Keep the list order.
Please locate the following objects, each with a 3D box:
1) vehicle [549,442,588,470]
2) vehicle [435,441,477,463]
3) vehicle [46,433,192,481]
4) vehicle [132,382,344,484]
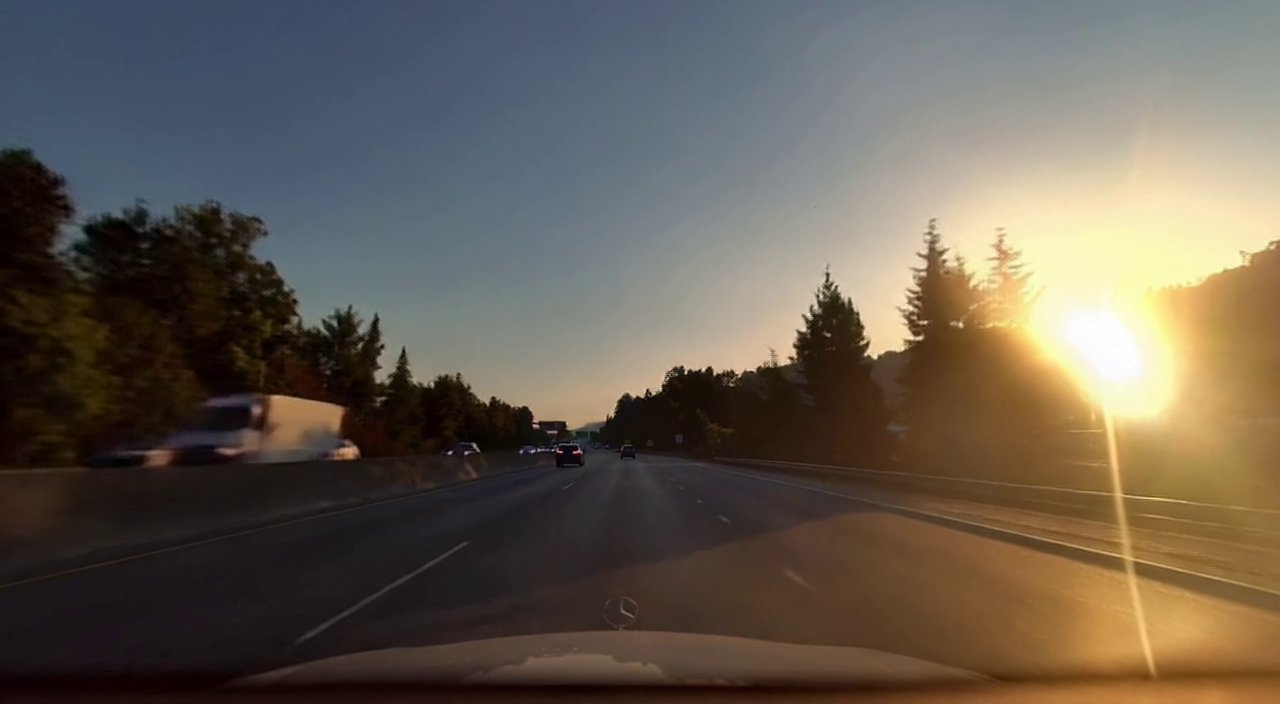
[{"bbox_3d":[-4.569,6.747,40.644,2.098,1.692,4.038,0,-9,-1],"label":"vehicle"},{"bbox_3d":[-13.382,7.316,45.737,1.842,1.495,3.909,0,-9,0],"label":"vehicle"},{"bbox_3d":[-18.085,3.677,22.039,1.825,1.500,3.914,0,-9,-2],"label":"vehicle"},{"bbox_3d":[-12.879,2.810,21.106,2.343,2.825,7.354,0,-9,-1],"label":"vehicle"}]
